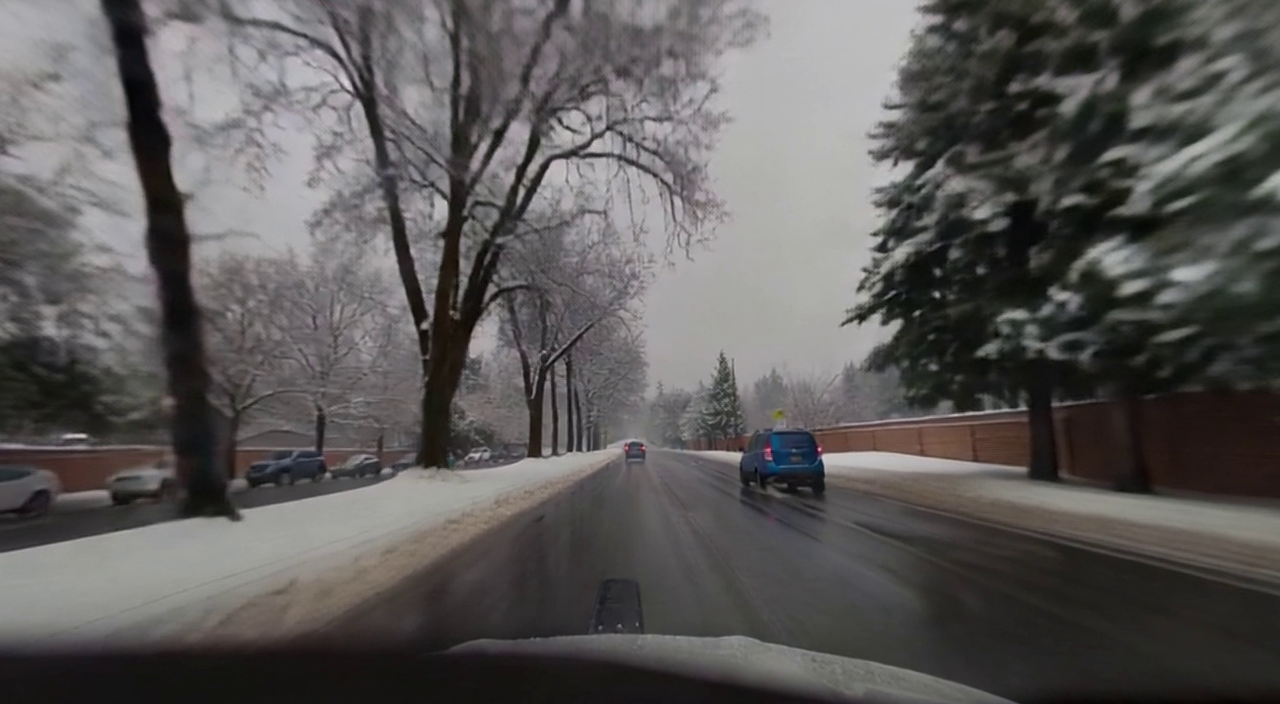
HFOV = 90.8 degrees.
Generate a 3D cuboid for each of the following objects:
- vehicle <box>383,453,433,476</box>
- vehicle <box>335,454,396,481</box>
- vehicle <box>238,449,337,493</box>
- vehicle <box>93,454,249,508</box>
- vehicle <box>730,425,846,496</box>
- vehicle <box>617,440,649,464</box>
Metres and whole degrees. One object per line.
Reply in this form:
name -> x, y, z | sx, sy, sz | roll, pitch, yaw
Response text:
vehicle -> -17.431, 8.432, 47.706 | 2.099, 1.558, 4.533 | -1, -8, 0
vehicle -> -17.124, 7.214, 39.633 | 1.933, 1.494, 4.259 | -1, -8, -1
vehicle -> -17.513, 5.881, 31.759 | 2.352, 1.857, 4.893 | -3, -9, -2
vehicle -> -17.342, 4.745, 23.773 | 2.184, 1.697, 4.826 | -1, -8, 0
vehicle -> 4.049, 3.053, 18.174 | 2.155, 1.752, 4.456 | -1, -8, -1
vehicle -> -0.536, 7.735, 49.043 | 2.391, 1.739, 3.837 | -1, -8, 0
